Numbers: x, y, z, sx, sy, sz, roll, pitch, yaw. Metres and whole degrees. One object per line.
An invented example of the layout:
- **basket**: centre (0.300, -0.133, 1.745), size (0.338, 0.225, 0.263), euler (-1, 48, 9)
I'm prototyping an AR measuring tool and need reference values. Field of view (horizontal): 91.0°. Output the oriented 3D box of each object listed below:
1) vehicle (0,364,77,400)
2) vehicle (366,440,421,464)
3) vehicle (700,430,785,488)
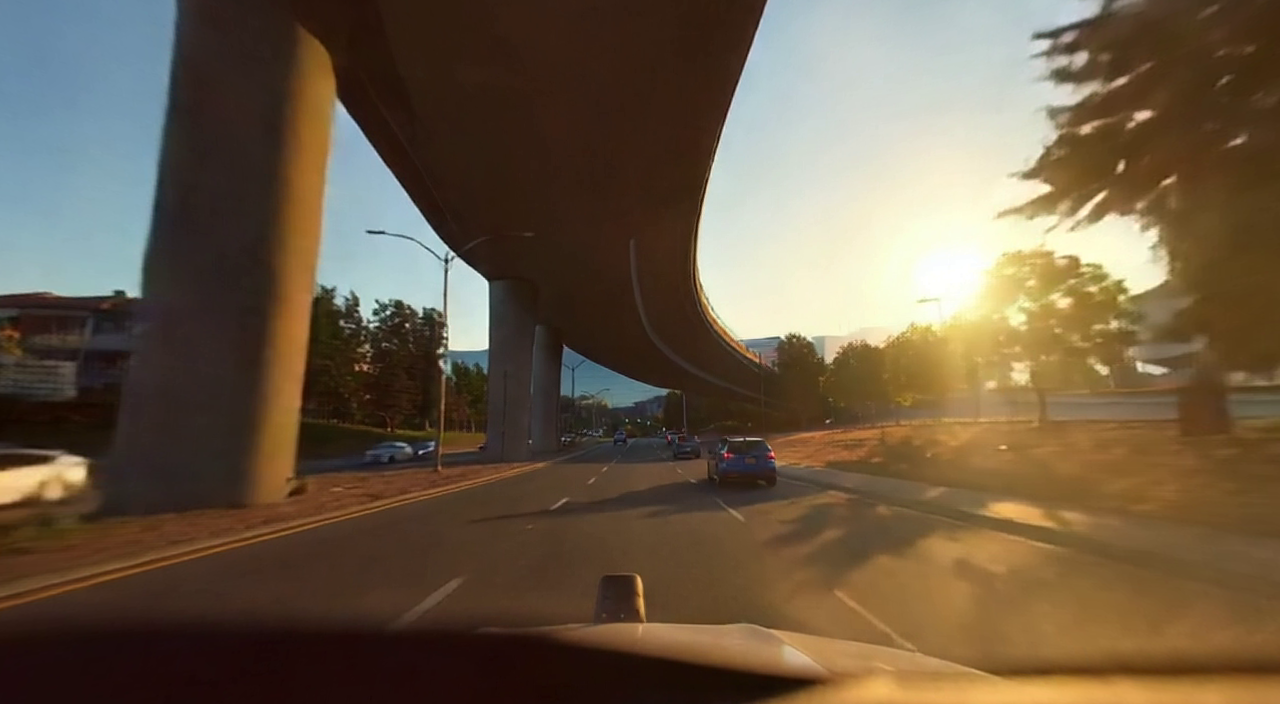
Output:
- **vehicle**: centre (-41.614, 2.061, 42.592), size (5.108, 2.084, 2.259), euler (-3, -7, 6)
- **vehicle**: centre (-16.504, 6.692, 42.390), size (1.967, 1.520, 4.542), euler (0, -9, -1)
- **vehicle**: centre (3.272, 3.524, 21.077), size (2.110, 1.712, 4.489), euler (0, -9, 0)
